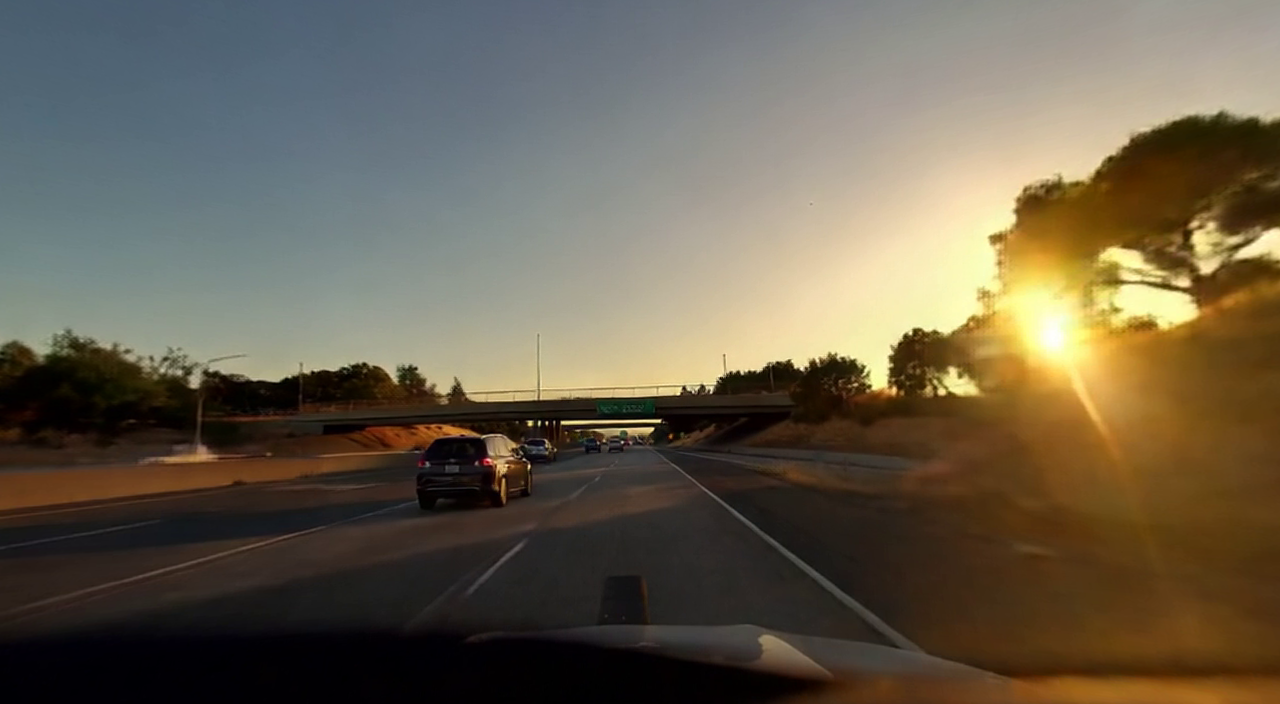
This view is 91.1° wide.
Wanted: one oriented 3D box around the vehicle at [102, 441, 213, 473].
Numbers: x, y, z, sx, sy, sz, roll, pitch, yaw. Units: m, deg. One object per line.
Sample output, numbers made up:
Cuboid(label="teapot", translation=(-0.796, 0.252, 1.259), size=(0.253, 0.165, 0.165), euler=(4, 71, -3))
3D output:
Cuboid(label="vehicle", translation=(-26.312, 5.717, 34.541), size=(1.958, 1.622, 5.191), euler=(0, -8, 1))

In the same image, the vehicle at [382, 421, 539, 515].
Cuboid(label="vehicle", translation=(-3.648, 2.454, 13.764), size=(2.048, 1.705, 4.384), euler=(0, -8, 1))
